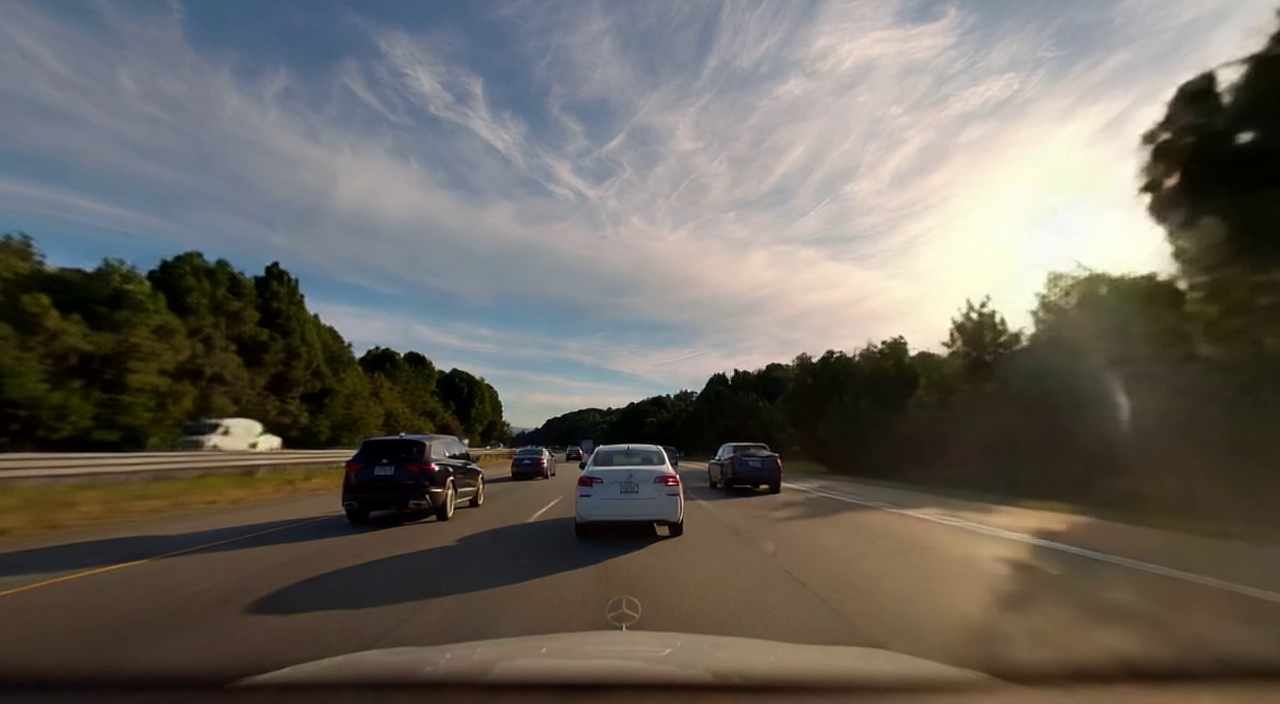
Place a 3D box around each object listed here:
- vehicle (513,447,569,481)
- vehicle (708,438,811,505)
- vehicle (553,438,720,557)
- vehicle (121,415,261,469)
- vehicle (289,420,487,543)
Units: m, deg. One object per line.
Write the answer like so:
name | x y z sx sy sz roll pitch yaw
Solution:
vehicle | -4.641 5.296 30.034 2.122 1.491 3.800 0 -9 -1
vehicle | 3.283 3.388 18.298 1.996 1.688 4.207 0 -9 -2
vehicle | -0.115 2.182 10.178 2.120 1.478 4.179 0 -9 -2
vehicle | -17.358 3.551 24.729 2.160 1.902 4.657 0 -9 -3
vehicle | -4.059 2.150 11.028 1.830 1.703 4.142 0 -9 -2
